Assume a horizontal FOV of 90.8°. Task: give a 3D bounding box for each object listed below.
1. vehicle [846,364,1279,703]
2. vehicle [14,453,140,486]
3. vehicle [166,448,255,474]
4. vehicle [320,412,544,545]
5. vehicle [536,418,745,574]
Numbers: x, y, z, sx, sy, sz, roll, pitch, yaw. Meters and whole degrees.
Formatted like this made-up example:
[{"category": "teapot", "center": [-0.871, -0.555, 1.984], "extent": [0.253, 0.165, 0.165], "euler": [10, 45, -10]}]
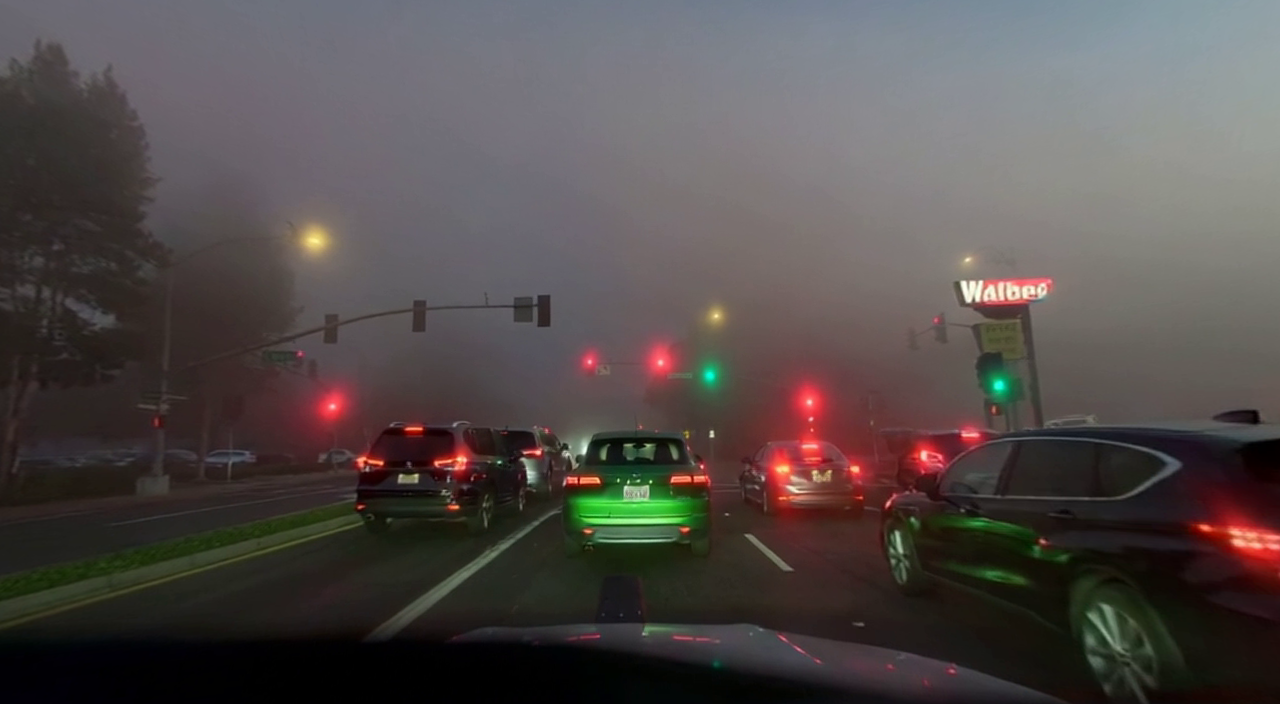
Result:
[{"category": "vehicle", "center": [2.959, 1.079, 3.879], "extent": [1.922, 1.508, 4.330], "euler": [0, -8, 0]}, {"category": "vehicle", "center": [-27.249, 5.678, 30.769], "extent": [4.107, 1.427, 1.883], "euler": [3, -9, -23]}, {"category": "vehicle", "center": [-27.241, 6.889, 40.262], "extent": [4.362, 1.518, 1.894], "euler": [4, -9, -26]}, {"category": "vehicle", "center": [-3.043, 1.972, 10.479], "extent": [2.180, 1.708, 4.397], "euler": [0, -8, 0]}, {"category": "vehicle", "center": [-0.009, 1.710, 8.202], "extent": [2.071, 1.525, 3.723], "euler": [0, -8, 0]}]
